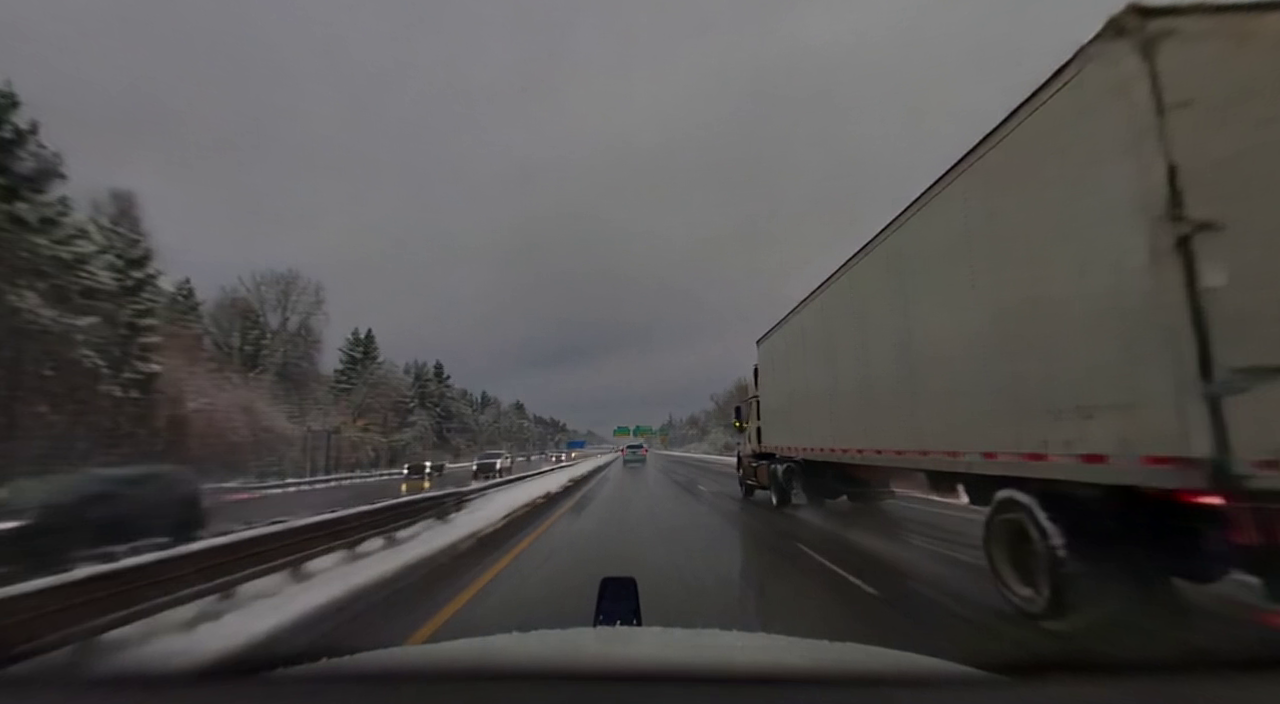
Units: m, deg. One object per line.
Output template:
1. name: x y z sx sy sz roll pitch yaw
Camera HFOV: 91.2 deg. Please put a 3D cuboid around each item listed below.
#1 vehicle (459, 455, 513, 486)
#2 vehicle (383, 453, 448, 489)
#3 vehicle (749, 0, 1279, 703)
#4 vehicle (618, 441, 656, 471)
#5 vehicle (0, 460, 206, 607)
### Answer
1. vehicle: -8.603 6.639 35.452 1.914 1.540 4.471 -1 -9 0
2. vehicle: -12.657 6.701 35.656 2.073 1.848 4.345 -1 -9 0
3. vehicle: 4.595 0.807 10.295 2.910 4.090 14.063 0 -9 -1
4. vehicle: -0.202 6.407 38.773 2.168 1.705 4.272 0 -9 -1
5. vehicle: -8.487 2.344 8.534 2.041 1.631 4.366 -1 -9 -1
